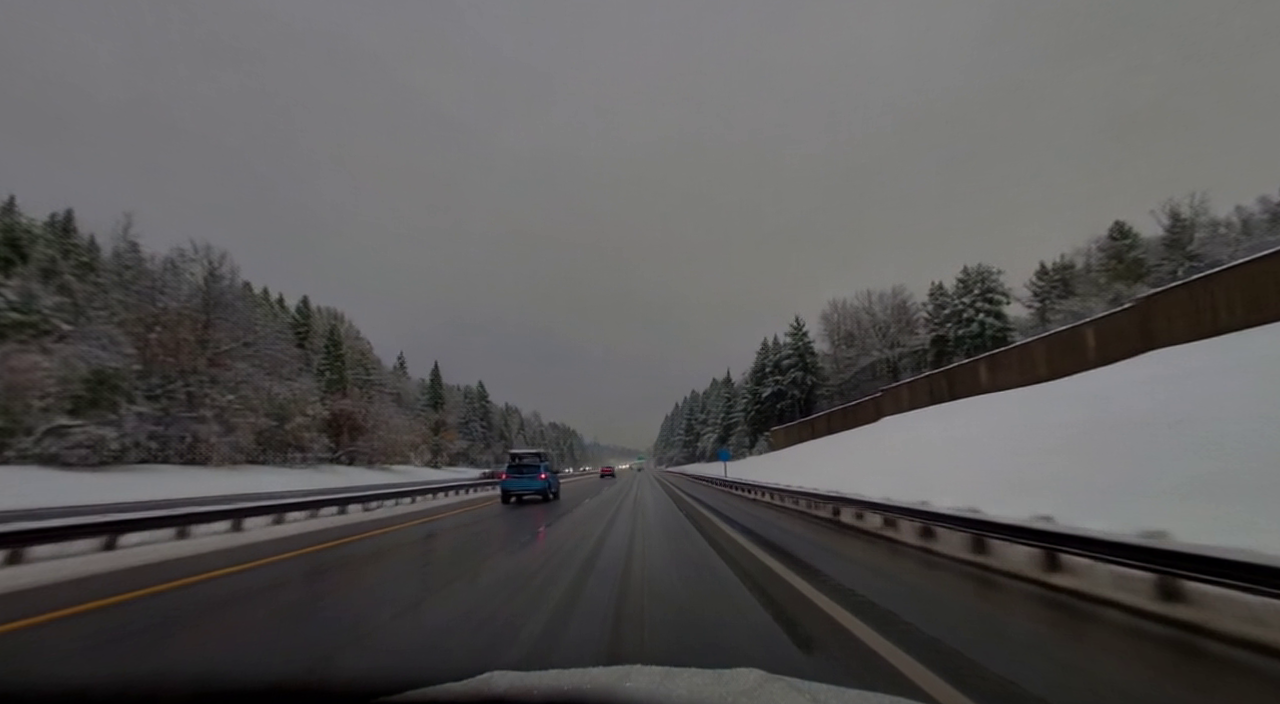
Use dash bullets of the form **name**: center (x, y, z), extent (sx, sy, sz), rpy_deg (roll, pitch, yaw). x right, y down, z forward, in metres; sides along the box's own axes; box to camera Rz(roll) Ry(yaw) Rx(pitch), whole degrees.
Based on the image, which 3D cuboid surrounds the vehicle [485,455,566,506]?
- **vehicle**: center (-4.030, 4.645, 22.985), extent (2.022, 1.650, 4.331), rpy_deg (0, -11, 1)
